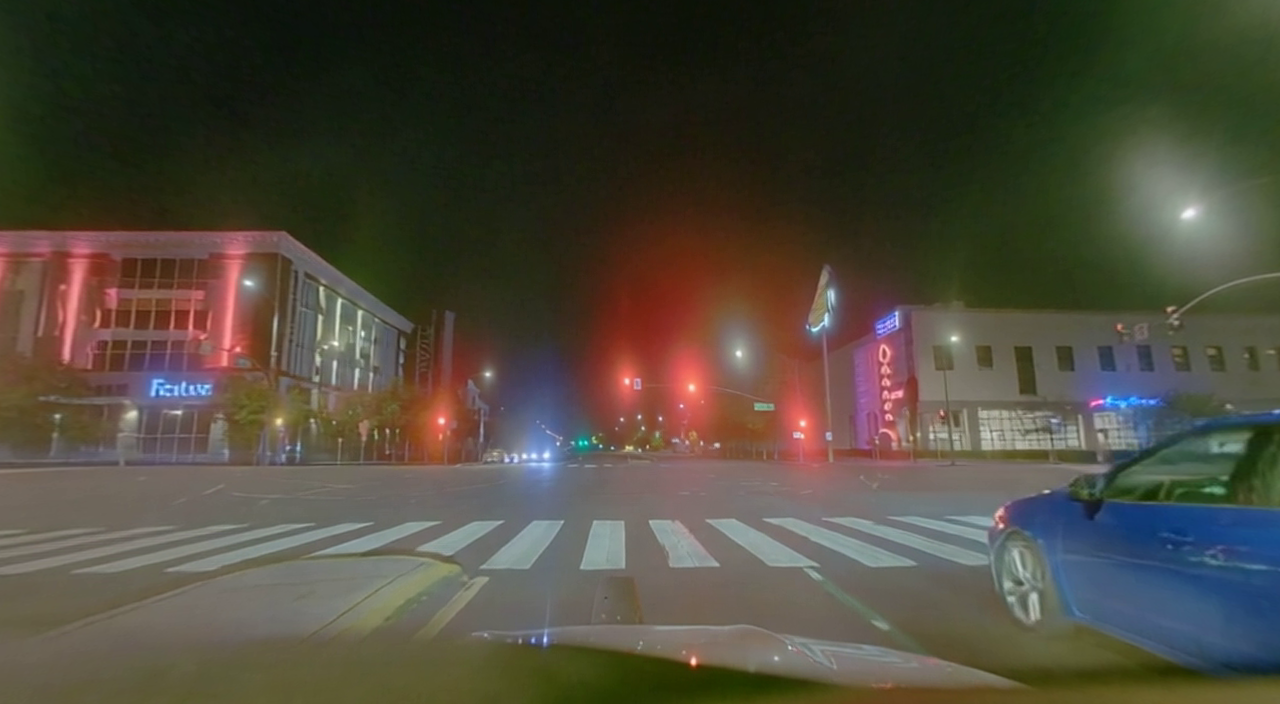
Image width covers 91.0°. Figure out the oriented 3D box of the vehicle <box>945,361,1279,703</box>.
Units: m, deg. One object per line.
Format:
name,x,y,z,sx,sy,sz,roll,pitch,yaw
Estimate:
vehicle,3.471,0.928,2.895,2.067,1.625,4.073,0,-8,0
